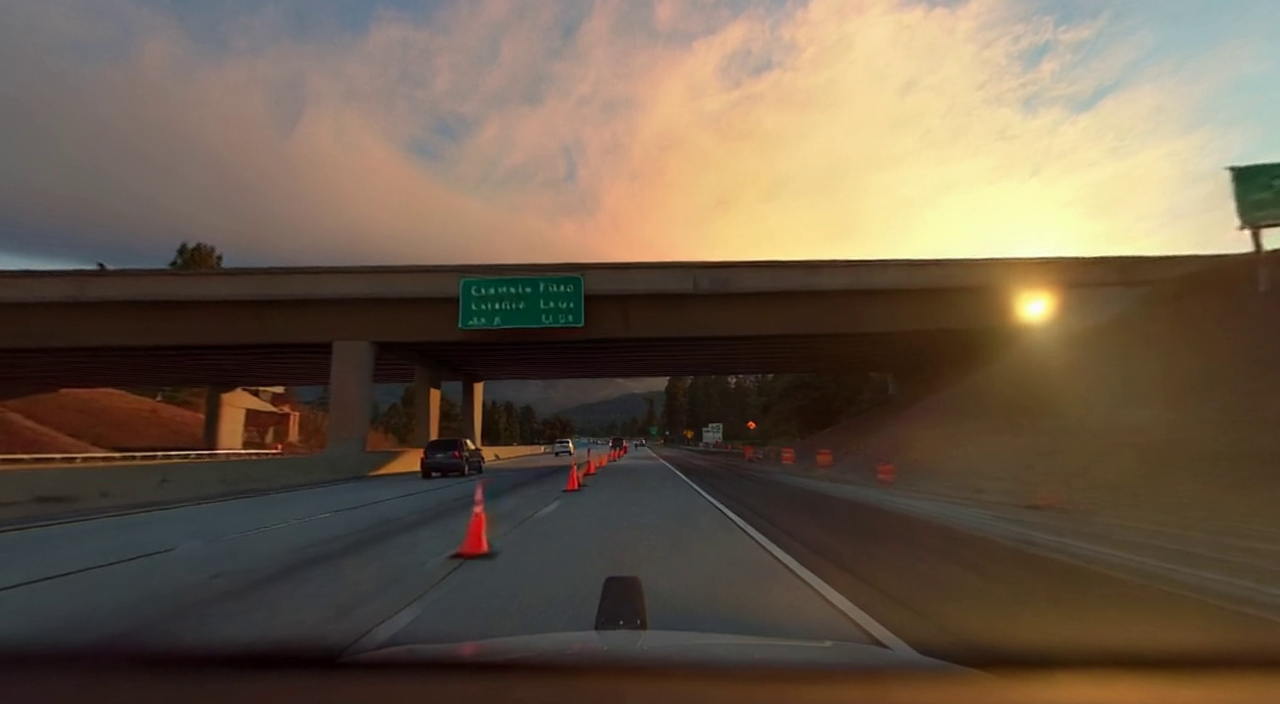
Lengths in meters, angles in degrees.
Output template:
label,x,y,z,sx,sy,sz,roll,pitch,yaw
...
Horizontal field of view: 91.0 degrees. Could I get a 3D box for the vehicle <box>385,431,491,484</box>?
label,x,y,z,sx,sy,sz,roll,pitch,yaw
vehicle,-7.233,3.831,23.252,2.169,1.701,5.113,0,-8,0
